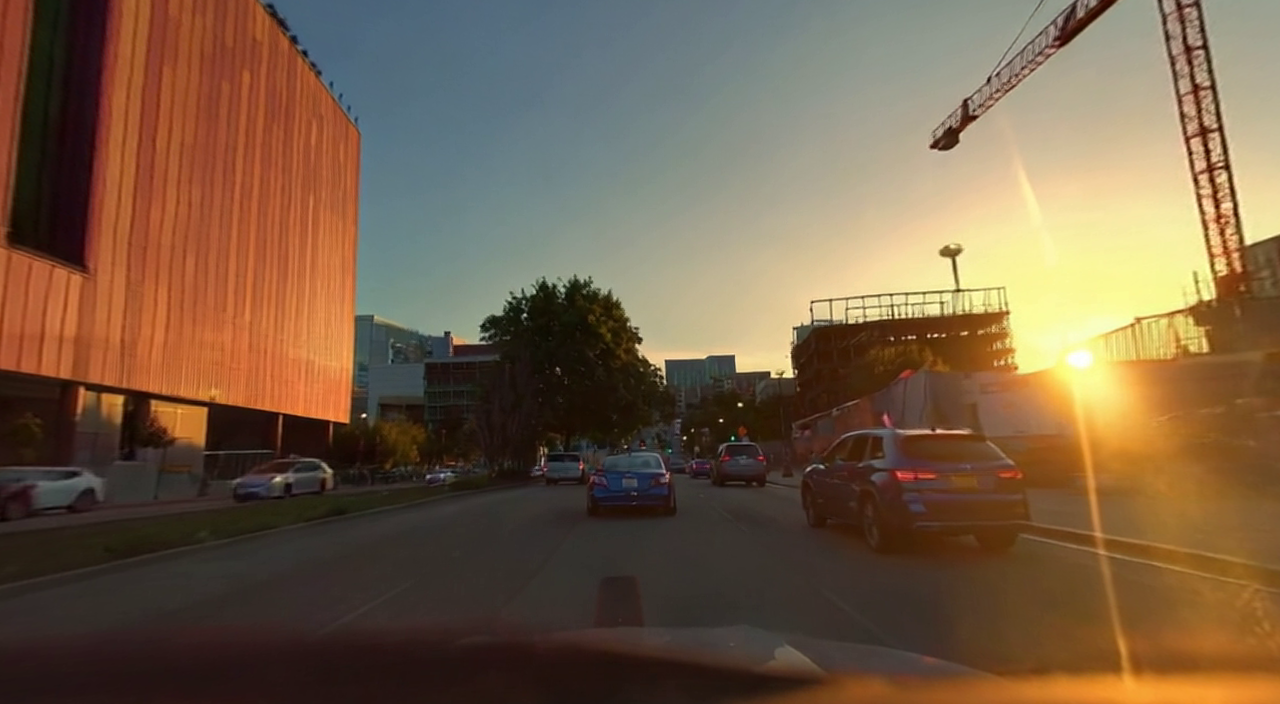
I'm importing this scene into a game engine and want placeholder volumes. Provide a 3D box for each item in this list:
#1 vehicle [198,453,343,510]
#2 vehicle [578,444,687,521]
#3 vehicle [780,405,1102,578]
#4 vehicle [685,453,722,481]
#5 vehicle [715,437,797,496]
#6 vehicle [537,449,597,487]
[{"bbox_3d":[-12.718,4.433,22.186,2.202,1.714,4.509,-1,-8,3],"label":"vehicle"},{"bbox_3d":[-0.108,2.890,14.558,2.131,1.496,4.193,0,-8,1],"label":"vehicle"},{"bbox_3d":[3.726,1.836,9.174,2.185,1.797,4.934,0,-8,0],"label":"vehicle"},{"bbox_3d":[4.091,7.472,41.167,2.115,1.636,4.104,0,-8,1],"label":"vehicle"},{"bbox_3d":[4.076,4.099,23.097,2.124,1.896,4.914,0,-8,1],"label":"vehicle"},{"bbox_3d":[-3.427,5.523,30.399,2.201,1.691,4.305,0,-8,2],"label":"vehicle"}]
